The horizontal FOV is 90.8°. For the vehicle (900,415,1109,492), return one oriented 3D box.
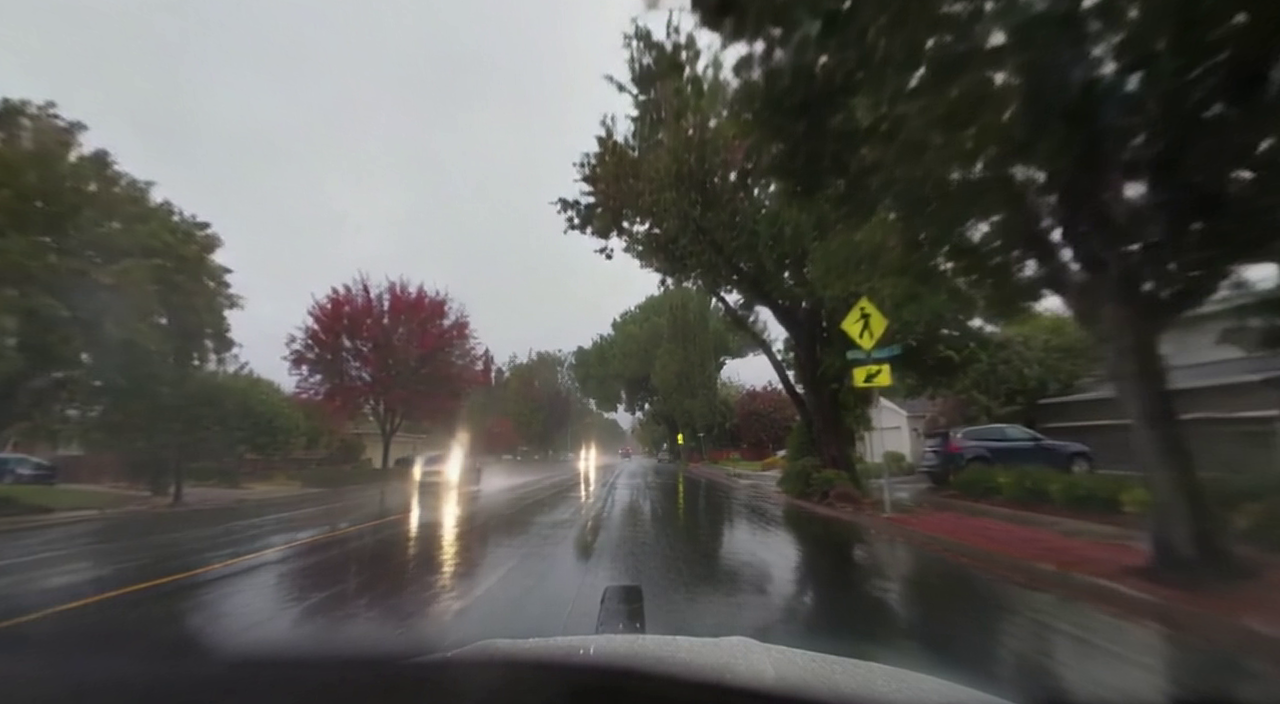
[{"bbox_3d":[10.536,3.032,18.606,4.583,1.853,2.260,-2,-14,-2],"label":"vehicle"}]

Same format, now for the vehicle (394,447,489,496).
[{"bbox_3d":[-7.183,4.338,23.389,1.951,1.613,4.654,0,-8,1],"label":"vehicle"}]
